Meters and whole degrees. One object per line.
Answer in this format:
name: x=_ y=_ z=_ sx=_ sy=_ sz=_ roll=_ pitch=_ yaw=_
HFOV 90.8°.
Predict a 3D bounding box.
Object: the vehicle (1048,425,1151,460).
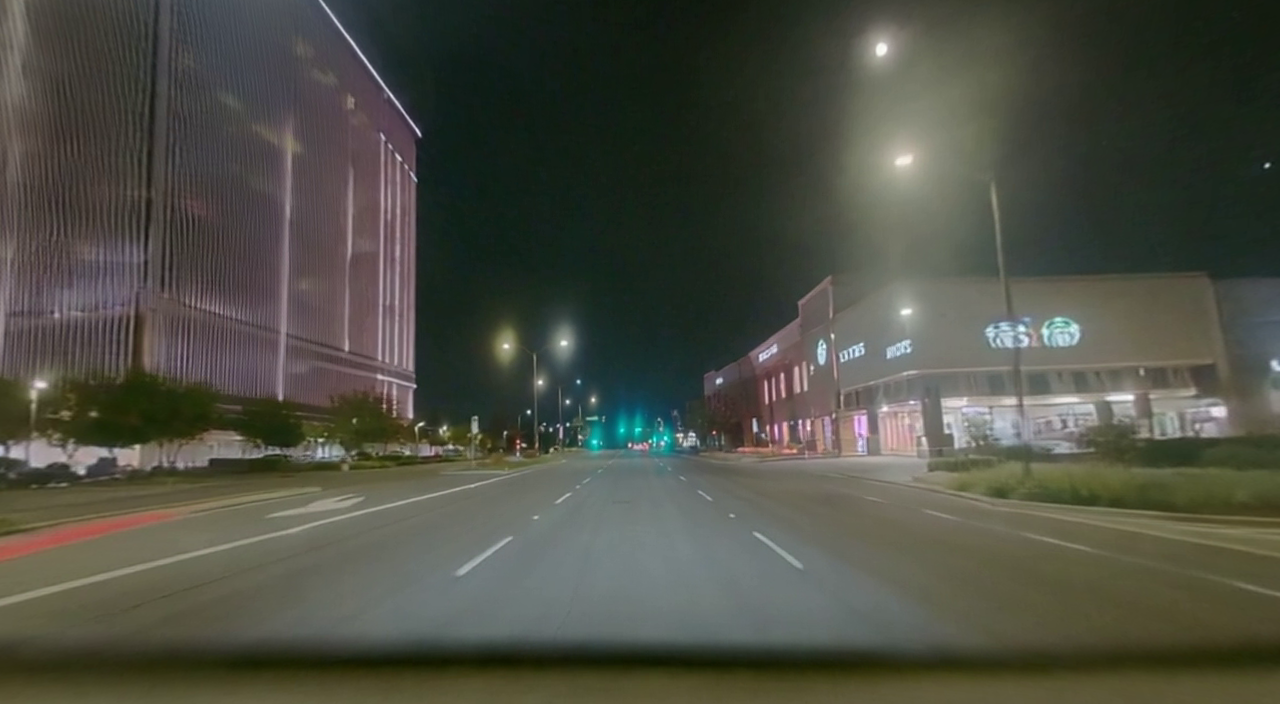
vehicle: x=29.700 y=5.813 z=40.798 sx=6.327 sy=1.962 sz=2.210 roll=1 pitch=-9 yaw=-23
